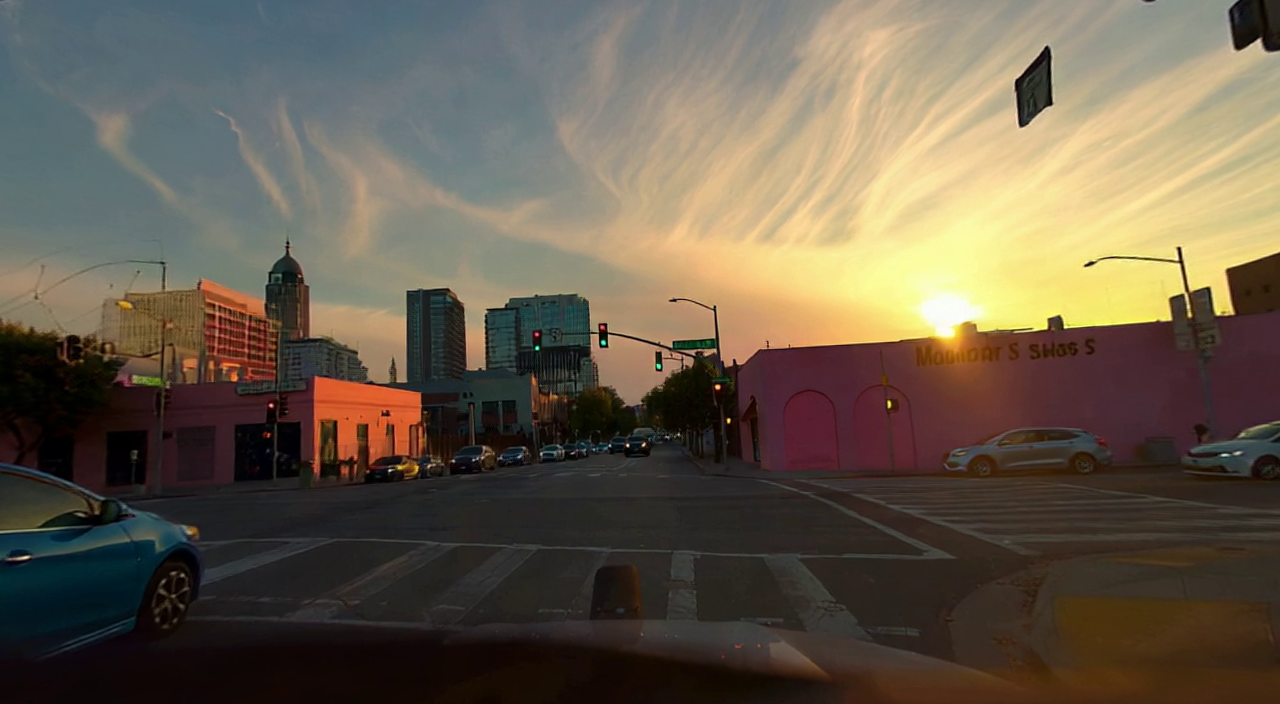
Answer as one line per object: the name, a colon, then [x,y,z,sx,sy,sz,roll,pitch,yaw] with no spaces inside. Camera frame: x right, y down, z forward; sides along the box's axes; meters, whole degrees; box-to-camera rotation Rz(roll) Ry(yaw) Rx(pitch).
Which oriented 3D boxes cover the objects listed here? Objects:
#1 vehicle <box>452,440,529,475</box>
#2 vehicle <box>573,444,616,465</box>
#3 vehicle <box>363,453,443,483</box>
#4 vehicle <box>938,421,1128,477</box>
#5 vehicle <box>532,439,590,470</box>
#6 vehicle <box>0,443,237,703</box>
vehicle: [-8.426,5.976,36.047,2.152,1.825,5.406,-2,-9,12]
vehicle: [-3.103,7.156,43.988,1.743,1.362,4.350,-2,-9,14]
vehicle: [-12.625,6.173,33.869,1.976,1.425,4.567,-1,-9,9]
vehicle: [11.555,2.892,18.816,4.355,1.546,1.820,-1,-9,6]
vehicle: [-4.541,5.984,36.861,1.928,1.647,4.575,-2,-9,13]
vehicle: [-3.670,0.979,2.151,1.759,1.325,4.295,0,-9,0]
